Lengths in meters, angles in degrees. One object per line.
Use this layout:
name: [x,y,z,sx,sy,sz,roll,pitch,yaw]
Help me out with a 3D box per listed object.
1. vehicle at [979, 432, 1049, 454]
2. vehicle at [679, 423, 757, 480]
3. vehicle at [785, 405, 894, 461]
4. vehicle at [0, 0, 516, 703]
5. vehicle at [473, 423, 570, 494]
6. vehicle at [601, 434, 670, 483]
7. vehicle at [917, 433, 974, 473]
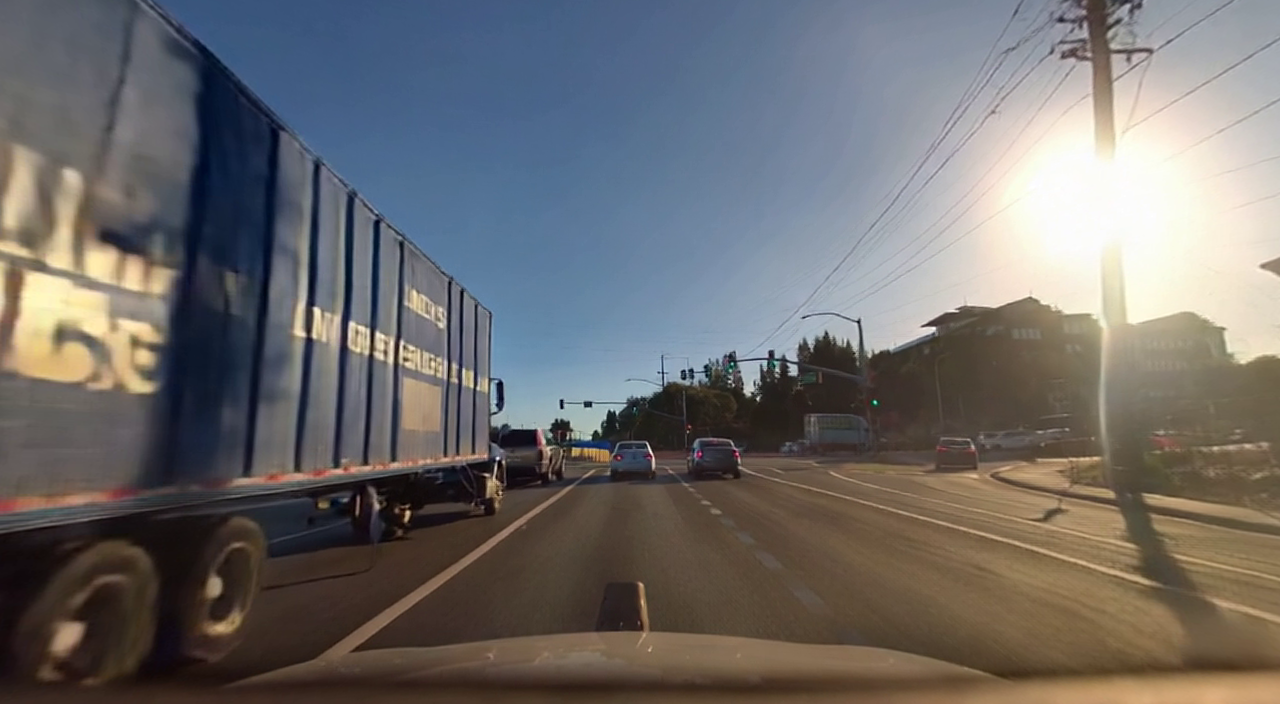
vehicle: [29.221,7.084,49.288,5.208,1.624,1.927,4,-9,-24]
vehicle: [2.701,3.592,23.022,2.086,1.849,4.607,0,-8,-2]
vehicle: [13.278,5.419,42.121,6.670,3.450,2.666,3,-9,-23]
vehicle: [-3.415,0.478,5.851,2.889,3.347,8.285,0,-8,0]
vehicle: [-3.292,3.065,18.519,1.994,1.806,4.564,0,-8,0]
vehicle: [-0.182,3.584,21.539,2.117,1.499,4.036,0,-8,-1]
vehicle: [14.313,4.665,29.441,2.102,1.662,4.533,-5,-9,27]
